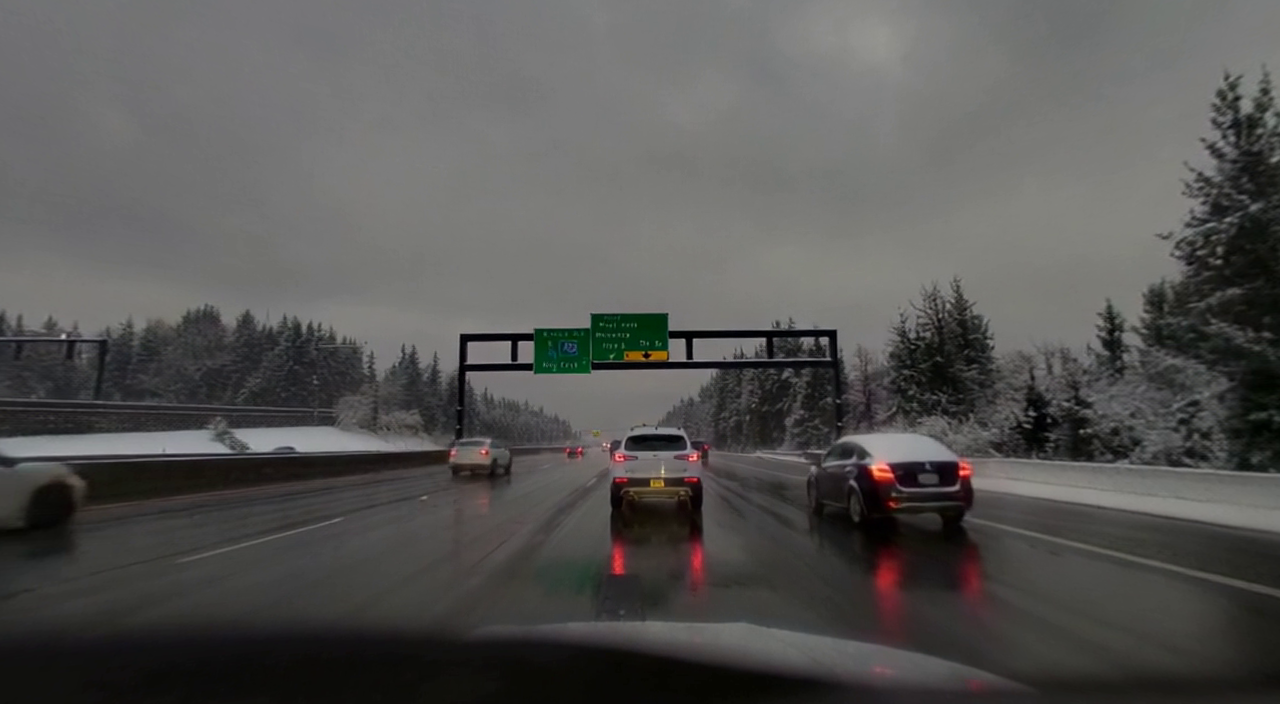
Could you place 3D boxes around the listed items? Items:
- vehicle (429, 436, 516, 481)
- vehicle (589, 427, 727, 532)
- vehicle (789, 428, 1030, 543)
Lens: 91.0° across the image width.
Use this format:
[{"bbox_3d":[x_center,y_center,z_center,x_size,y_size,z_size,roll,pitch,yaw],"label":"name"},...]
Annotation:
[{"bbox_3d":[-6.637,4.281,25.546,2.127,1.644,4.631,0,-9,1],"label":"vehicle"},{"bbox_3d":[0.275,2.193,11.354,2.044,1.554,3.824,0,-9,0],"label":"vehicle"},{"bbox_3d":[4.142,2.130,10.756,2.002,1.499,4.710,0,-9,0],"label":"vehicle"}]
